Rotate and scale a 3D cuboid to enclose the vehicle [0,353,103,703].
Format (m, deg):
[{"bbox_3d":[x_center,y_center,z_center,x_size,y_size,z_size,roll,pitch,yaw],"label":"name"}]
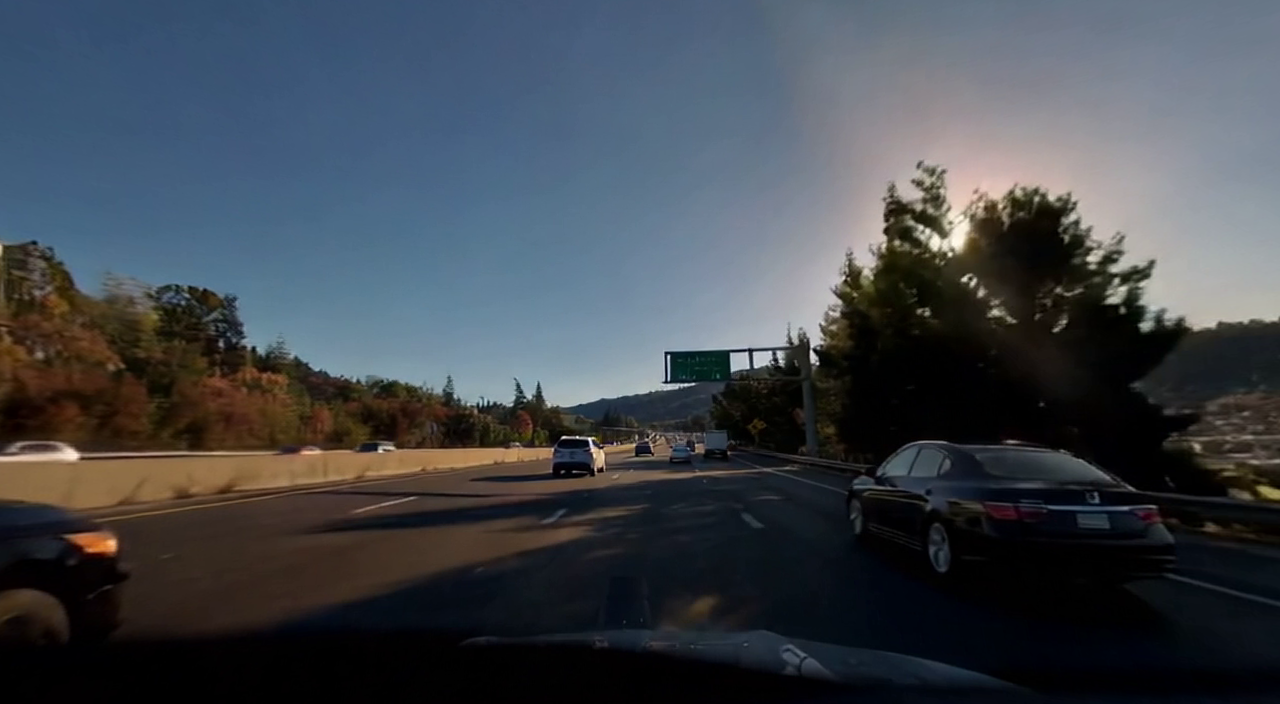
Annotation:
[{"bbox_3d":[-3.959,0.575,0.848,2.192,1.716,4.748,0,-9,1],"label":"vehicle"}]

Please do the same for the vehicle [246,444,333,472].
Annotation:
[{"bbox_3d":[-19.697,5.952,35.721,1.868,1.469,4.771,-1,-9,5],"label":"vehicle"}]

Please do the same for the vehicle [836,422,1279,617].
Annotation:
[{"bbox_3d":[4.011,1.639,7.186,2.131,1.497,4.456,0,-9,0],"label":"vehicle"}]

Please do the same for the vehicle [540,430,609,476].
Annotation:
[{"bbox_3d":[-2.711,4.368,27.458,2.185,1.823,4.854,-1,-9,4],"label":"vehicle"}]

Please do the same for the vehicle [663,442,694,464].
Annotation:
[{"bbox_3d":[2.789,7.188,45.048,2.158,1.458,3.656,-1,-9,5],"label":"vehicle"}]
